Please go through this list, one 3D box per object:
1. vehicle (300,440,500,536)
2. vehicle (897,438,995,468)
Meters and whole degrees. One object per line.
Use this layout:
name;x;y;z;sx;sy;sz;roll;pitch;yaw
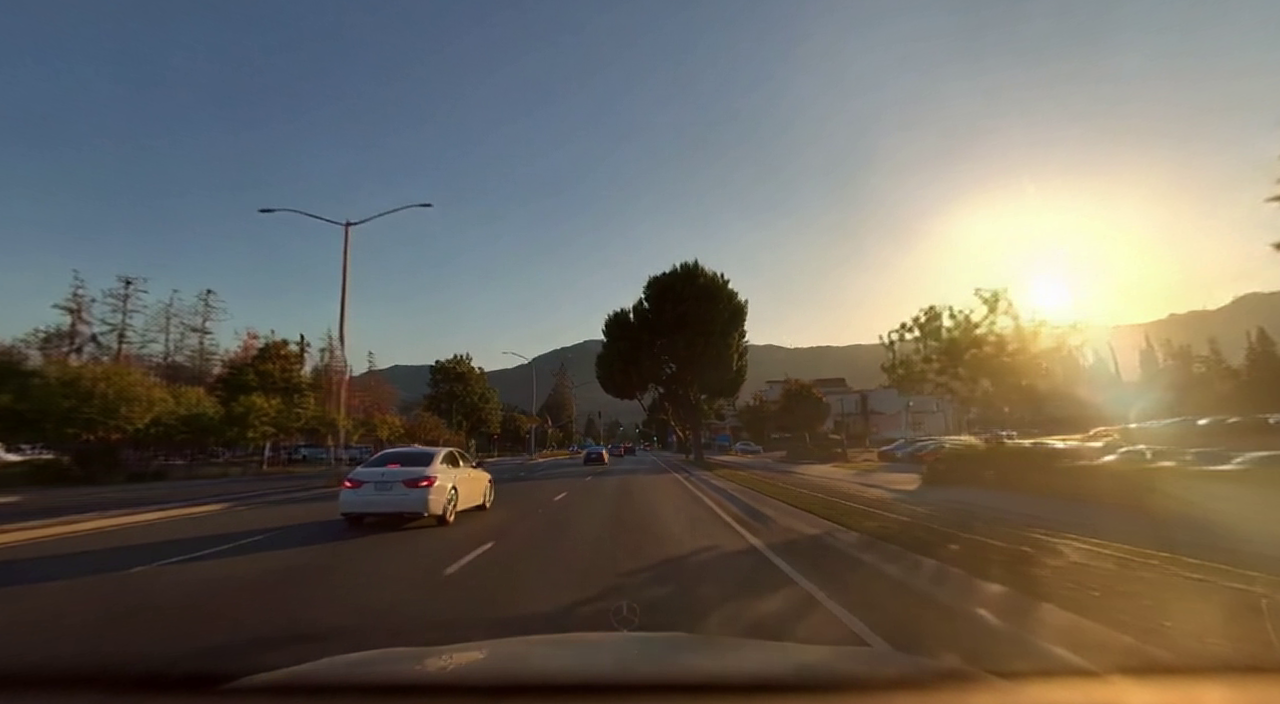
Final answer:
vehicle;-4.176;2.421;11.941;2.003;1.454;4.484;0;-9;0
vehicle;16.117;5.329;33.408;4.197;1.466;1.930;0;-9;-2
